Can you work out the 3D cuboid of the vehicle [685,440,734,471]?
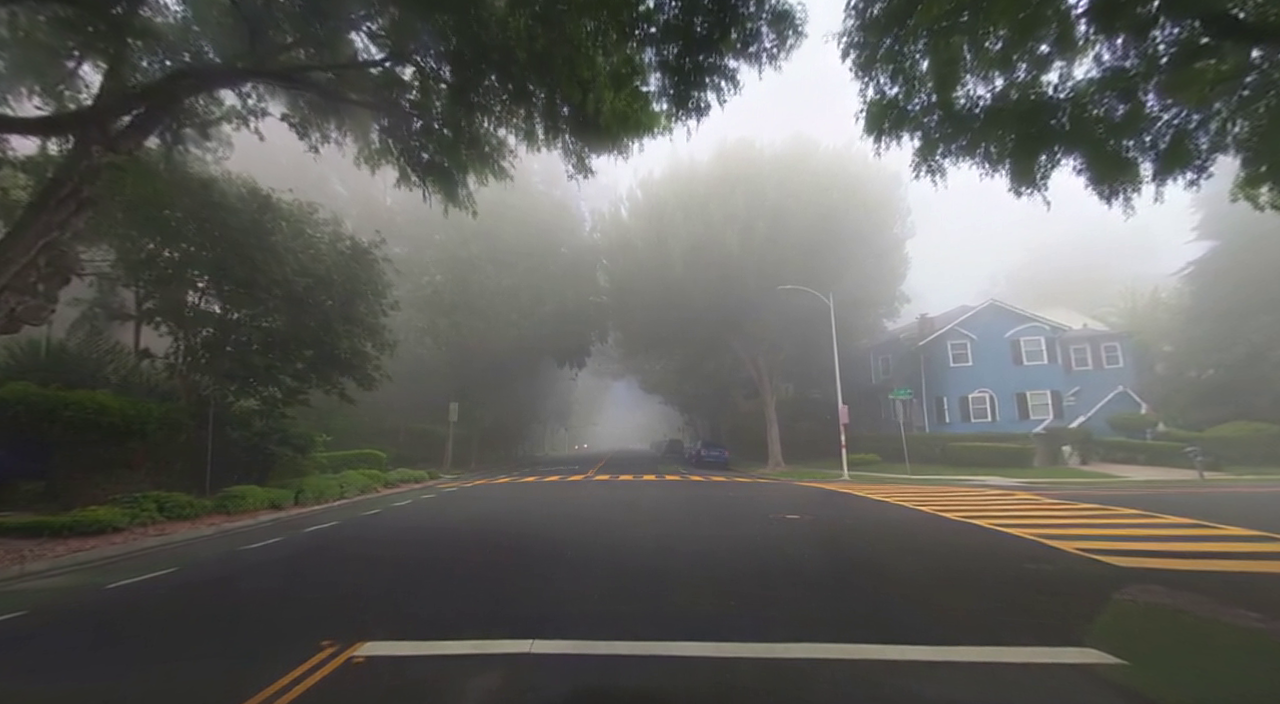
[{"bbox_3d":[3.583,5.427,33.384,1.961,1.472,4.434,0,-8,-2],"label":"vehicle"}]
